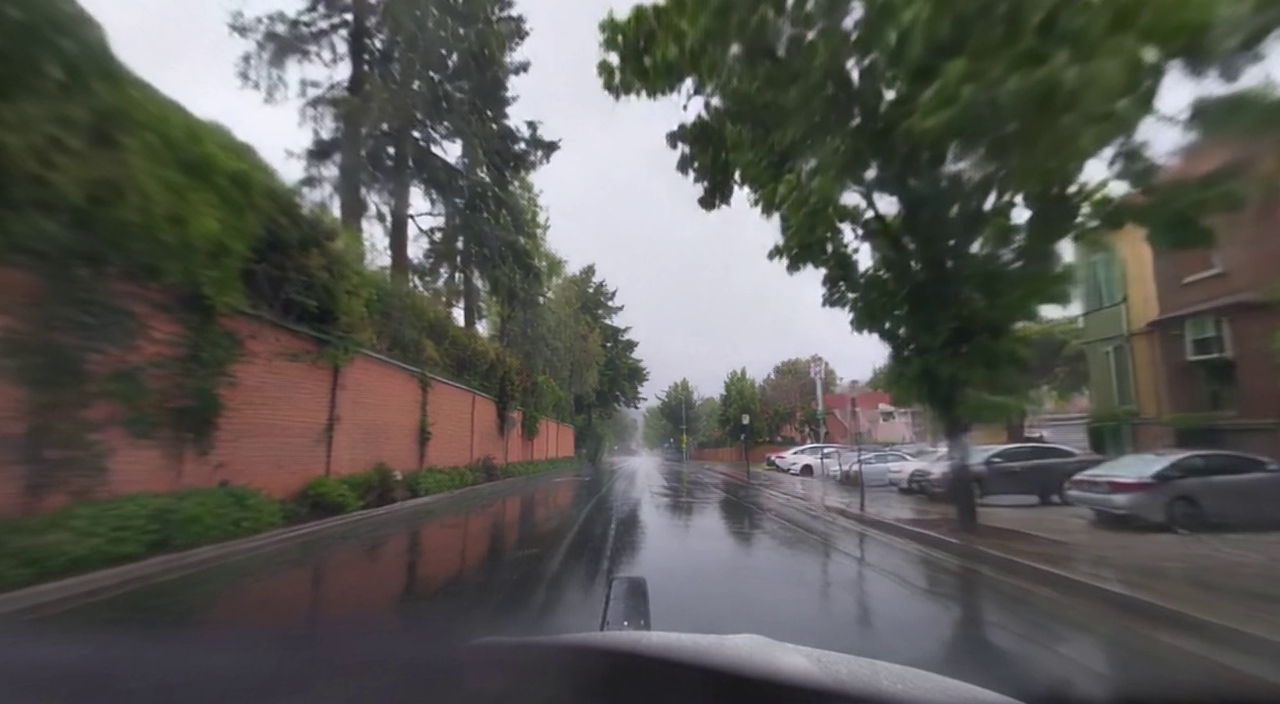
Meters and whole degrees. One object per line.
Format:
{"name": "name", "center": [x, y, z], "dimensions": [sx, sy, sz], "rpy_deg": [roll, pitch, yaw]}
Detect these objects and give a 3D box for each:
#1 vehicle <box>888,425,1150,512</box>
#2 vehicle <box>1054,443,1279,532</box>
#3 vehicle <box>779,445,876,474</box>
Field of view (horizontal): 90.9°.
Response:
{"name": "vehicle", "center": [10.036, 3.101, 17.181], "dimensions": [5.544, 2.115, 2.380], "rpy_deg": [0, -8, 2]}
{"name": "vehicle", "center": [11.008, 2.510, 12.040], "dimensions": [4.617, 1.501, 2.151], "rpy_deg": [-1, -9, 1]}
{"name": "vehicle", "center": [9.682, 5.586, 32.755], "dimensions": [4.309, 1.442, 2.145], "rpy_deg": [0, -10, -1]}
